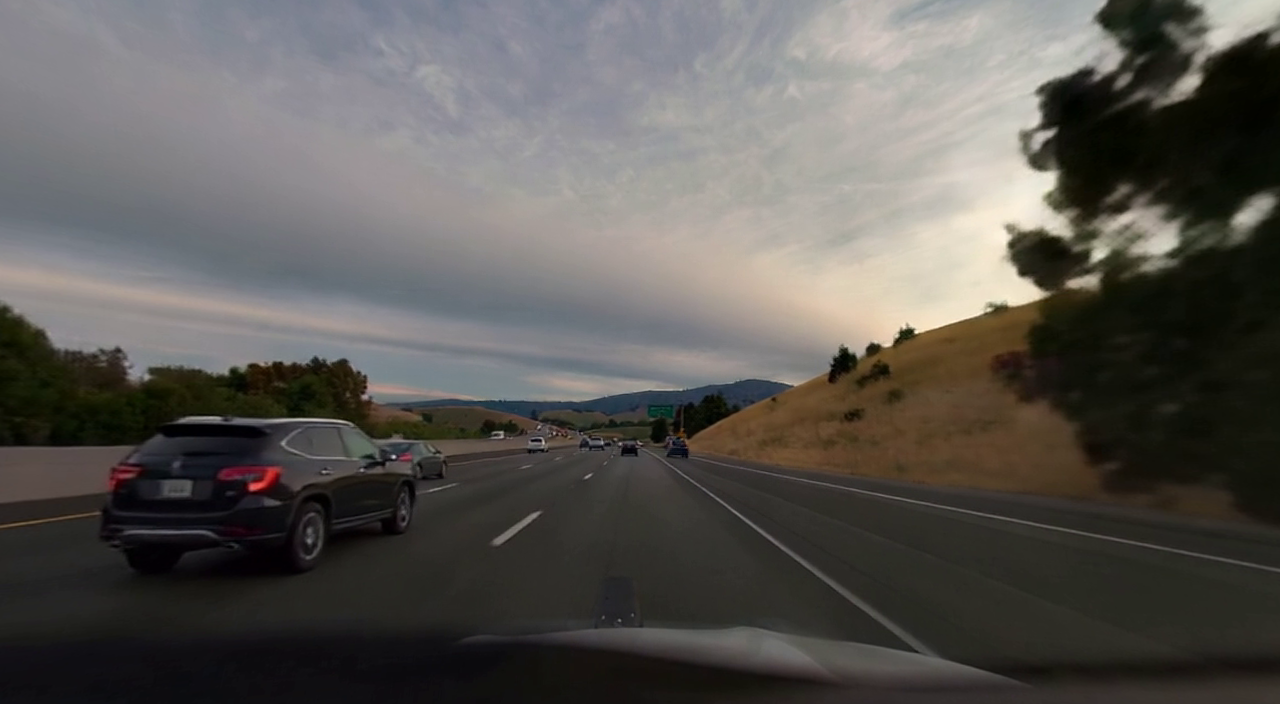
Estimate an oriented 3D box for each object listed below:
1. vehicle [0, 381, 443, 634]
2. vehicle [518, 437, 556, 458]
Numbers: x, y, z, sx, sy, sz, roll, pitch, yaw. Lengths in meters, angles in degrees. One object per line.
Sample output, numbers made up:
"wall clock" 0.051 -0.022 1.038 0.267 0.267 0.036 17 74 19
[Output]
"vehicle" -3.934 1.393 6.672 2.166 1.700 4.661 0 -8 0
"vehicle" -7.587 7.116 47.021 2.020 1.447 4.322 0 -8 1
